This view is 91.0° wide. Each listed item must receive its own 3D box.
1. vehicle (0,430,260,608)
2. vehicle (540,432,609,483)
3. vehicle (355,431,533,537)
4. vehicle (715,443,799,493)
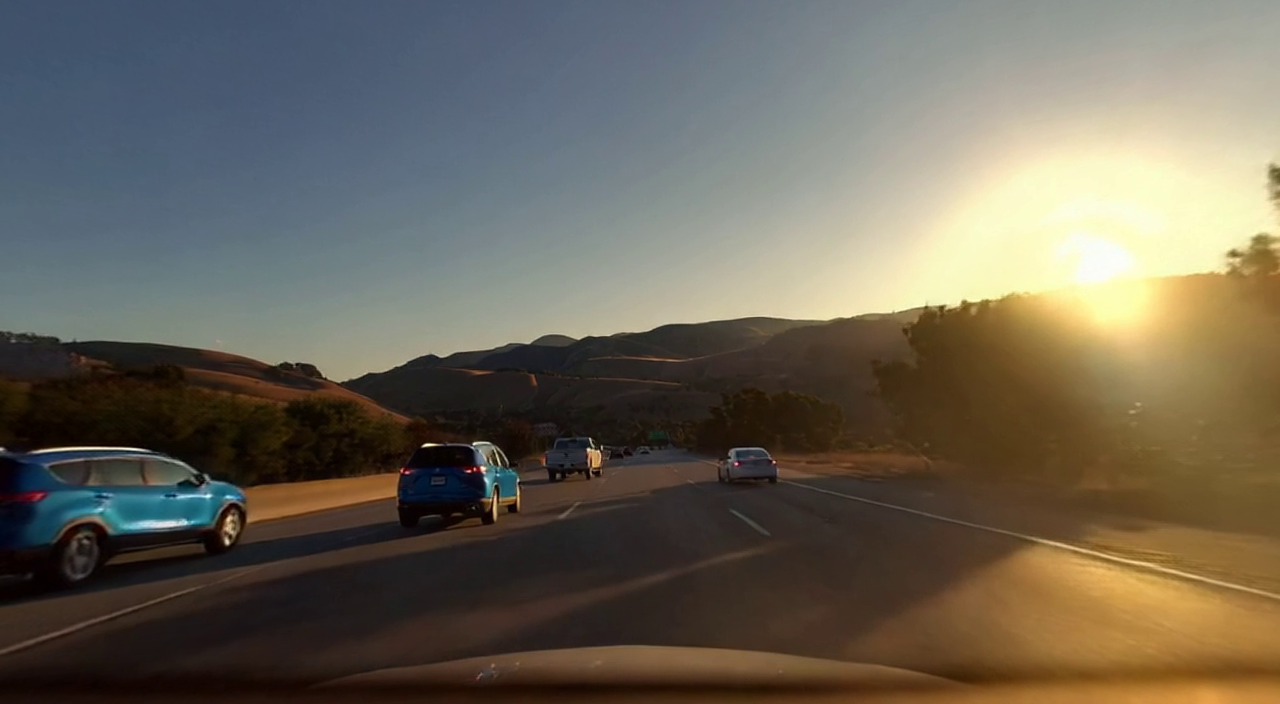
[{"bbox_3d":[-7.000,1.799,7.421,2.084,1.639,4.648,0,-9,1],"label":"vehicle"},{"bbox_3d":[-2.934,4.921,29.667,2.494,2.136,5.539,0,-9,2],"label":"vehicle"},{"bbox_3d":[-3.591,2.488,12.509,2.080,1.716,4.207,0,-9,1],"label":"vehicle"},{"bbox_3d":[4.020,4.073,22.527,2.071,1.570,4.637,0,-9,-1],"label":"vehicle"}]
